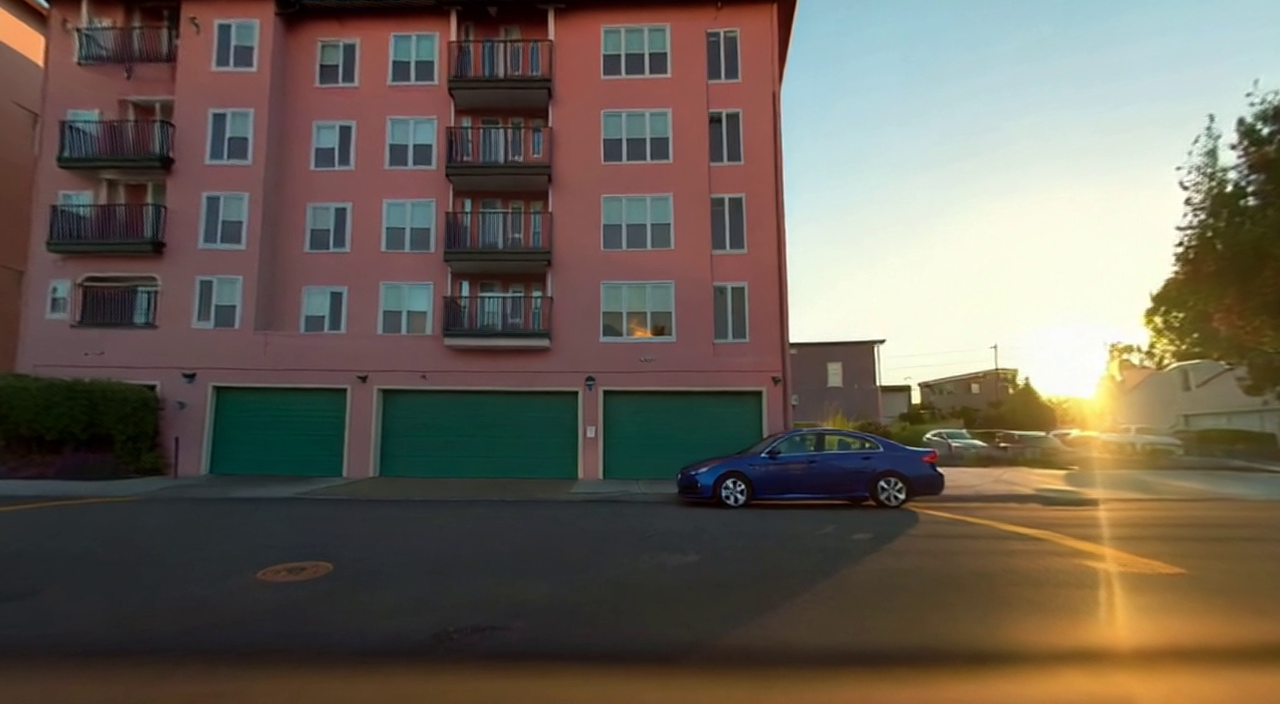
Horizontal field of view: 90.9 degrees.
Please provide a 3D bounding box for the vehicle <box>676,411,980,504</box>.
[{"bbox_3d":[2.994,1.807,10.935,4.697,1.444,1.825,0,-9,2],"label":"vehicle"}]

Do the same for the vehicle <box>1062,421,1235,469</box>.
[{"bbox_3d":[16.761,3.093,20.967,3.905,1.475,2.057,0,-8,2],"label":"vehicle"}]
